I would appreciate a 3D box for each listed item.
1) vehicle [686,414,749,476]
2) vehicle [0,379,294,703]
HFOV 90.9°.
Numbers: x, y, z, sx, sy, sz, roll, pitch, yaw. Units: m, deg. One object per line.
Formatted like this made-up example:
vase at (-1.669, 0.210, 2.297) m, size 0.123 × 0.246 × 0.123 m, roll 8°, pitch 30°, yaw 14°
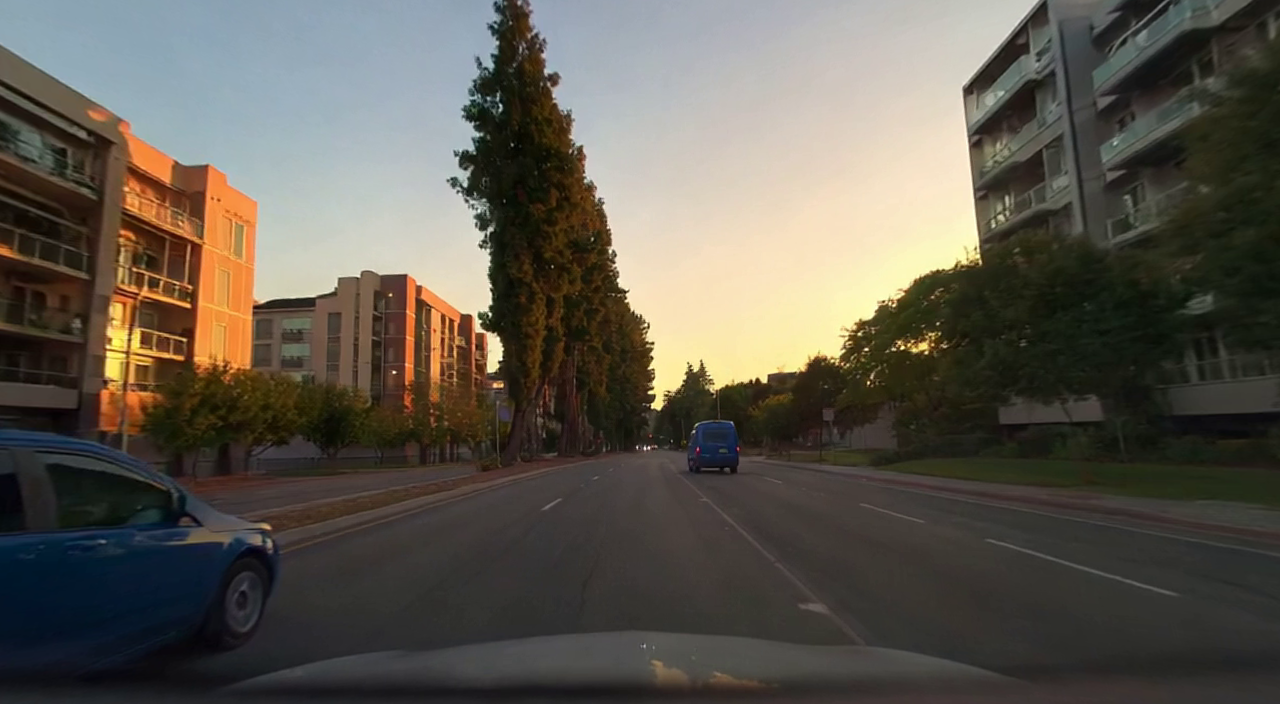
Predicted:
vehicle at (3.582, 4.475, 30.487) m, size 2.349 × 2.671 × 5.744 m, roll 0°, pitch -8°, yaw 0°
vehicle at (-3.651, 0.886, 2.299) m, size 2.129 × 1.602 × 4.532 m, roll 0°, pitch -8°, yaw 1°
